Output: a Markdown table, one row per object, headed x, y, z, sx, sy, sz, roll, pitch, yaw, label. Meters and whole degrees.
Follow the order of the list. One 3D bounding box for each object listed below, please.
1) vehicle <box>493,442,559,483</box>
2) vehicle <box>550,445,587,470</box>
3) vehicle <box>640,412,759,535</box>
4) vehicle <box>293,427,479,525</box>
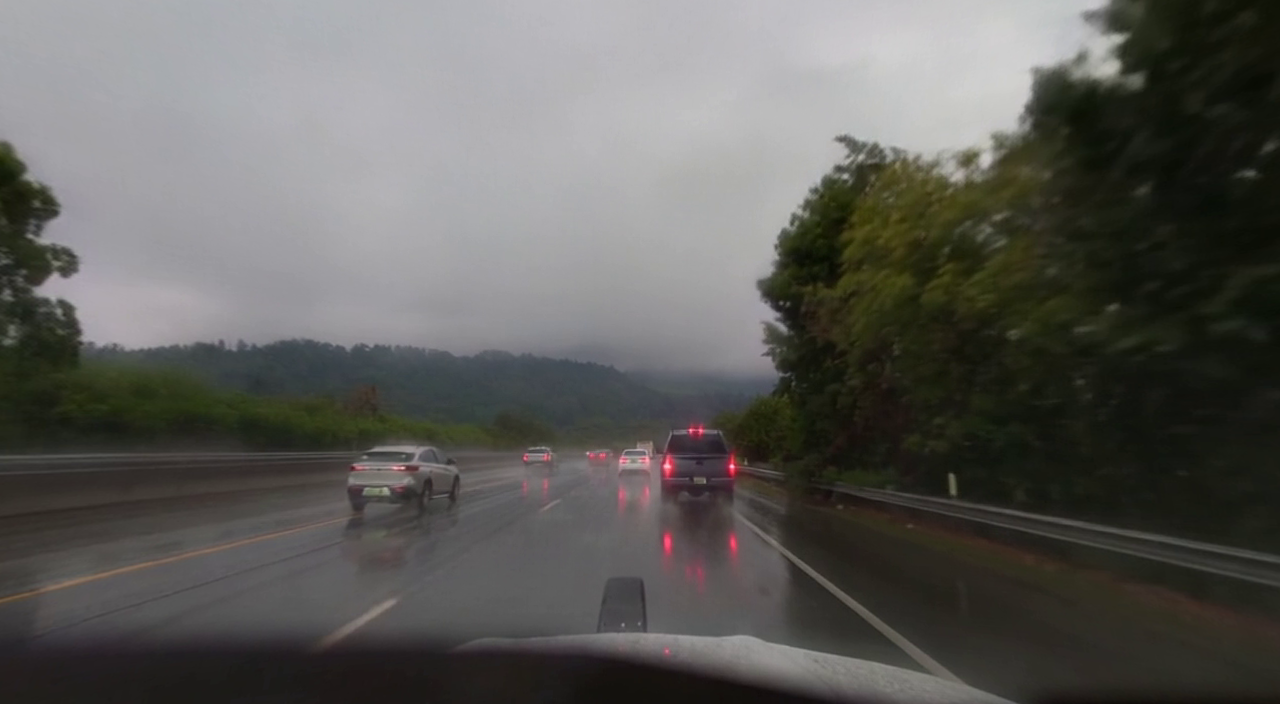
| x | y | z | sx | sy | sz | roll | pitch | yaw | label |
| --- | --- | --- | --- | --- | --- | --- | --- | --- | --- |
| -4.559 | 4.468 | 25.752 | 1.867 | 1.489 | 3.829 | 0 | -9 | 1 | vehicle |
| -4.551 | 6.749 | 40.598 | 1.855 | 1.527 | 4.209 | 0 | -9 | 1 | vehicle |
| 0.933 | 2.214 | 11.957 | 1.825 | 1.920 | 3.960 | 0 | -9 | -1 | vehicle |
| -4.859 | 2.423 | 12.829 | 1.934 | 1.642 | 4.201 | 0 | -9 | 1 | vehicle |
